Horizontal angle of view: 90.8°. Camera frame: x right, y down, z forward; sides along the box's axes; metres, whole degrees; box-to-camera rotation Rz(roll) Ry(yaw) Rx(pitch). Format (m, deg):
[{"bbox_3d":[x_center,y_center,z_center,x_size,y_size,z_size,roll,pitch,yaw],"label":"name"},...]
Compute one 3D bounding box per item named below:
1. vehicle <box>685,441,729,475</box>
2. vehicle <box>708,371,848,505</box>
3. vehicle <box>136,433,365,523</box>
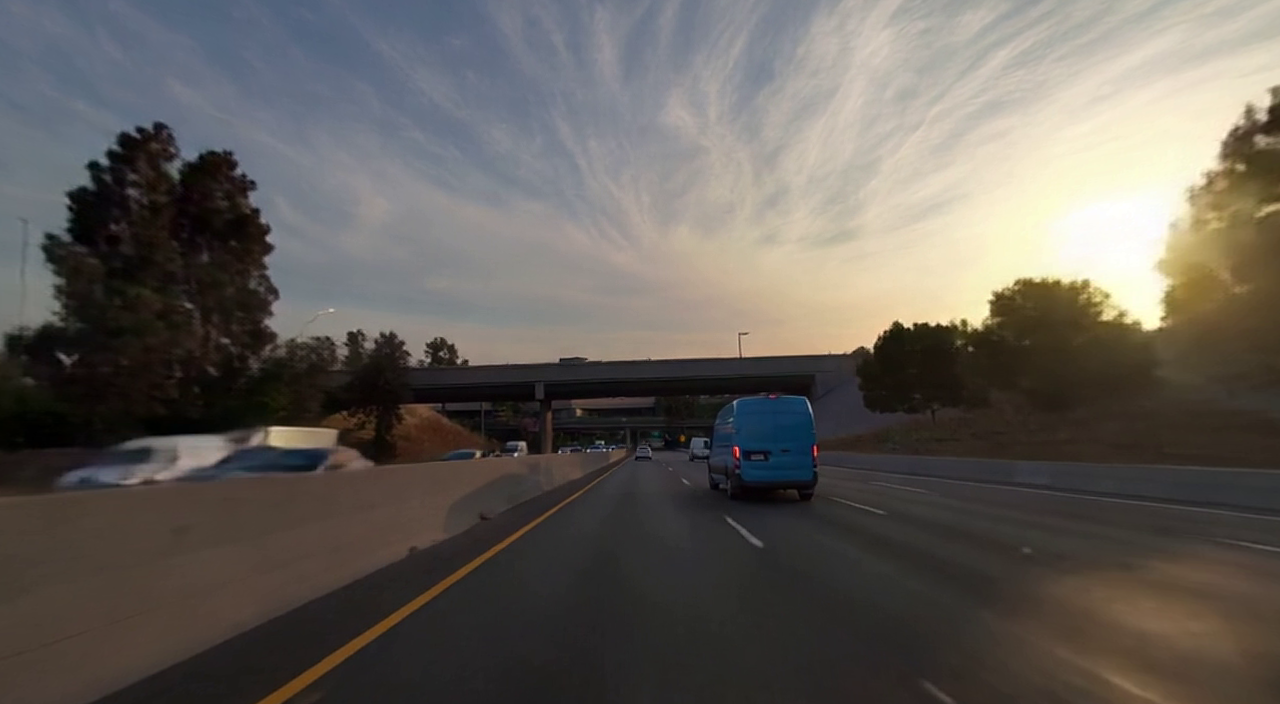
[{"bbox_3d":[3.608,5.787,34.678,2.009,1.731,4.149,0,-9,0],"label":"vehicle"},{"bbox_3d":[3.627,2.548,18.442,2.460,3.155,6.902,0,-9,0],"label":"vehicle"},{"bbox_3d":[-7.594,2.484,12.946,1.902,1.496,4.319,0,-9,1],"label":"vehicle"}]
